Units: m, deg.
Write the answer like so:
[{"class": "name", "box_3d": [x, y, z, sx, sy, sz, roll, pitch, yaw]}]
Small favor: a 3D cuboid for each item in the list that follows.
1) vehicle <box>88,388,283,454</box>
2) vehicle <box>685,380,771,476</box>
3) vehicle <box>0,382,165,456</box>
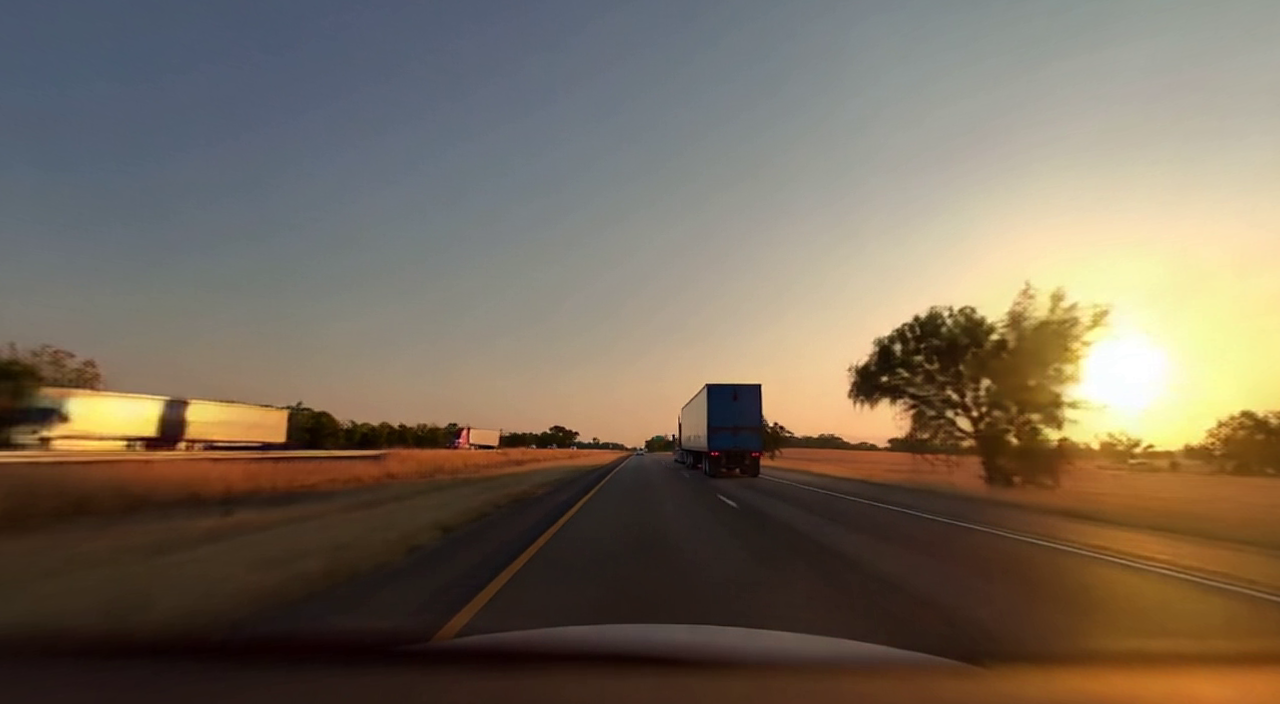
[{"class": "vehicle", "box_3d": [-33.278, 5.571, 47.824, 2.915, 4.150, 15.939, 0, -9, 0]}, {"class": "vehicle", "box_3d": [4.285, 4.300, 34.060, 2.818, 4.206, 12.987, 0, -9, 0]}, {"class": "vehicle", "box_3d": [-33.324, 4.191, 37.521, 2.961, 3.871, 8.954, 0, -9, -1]}]
